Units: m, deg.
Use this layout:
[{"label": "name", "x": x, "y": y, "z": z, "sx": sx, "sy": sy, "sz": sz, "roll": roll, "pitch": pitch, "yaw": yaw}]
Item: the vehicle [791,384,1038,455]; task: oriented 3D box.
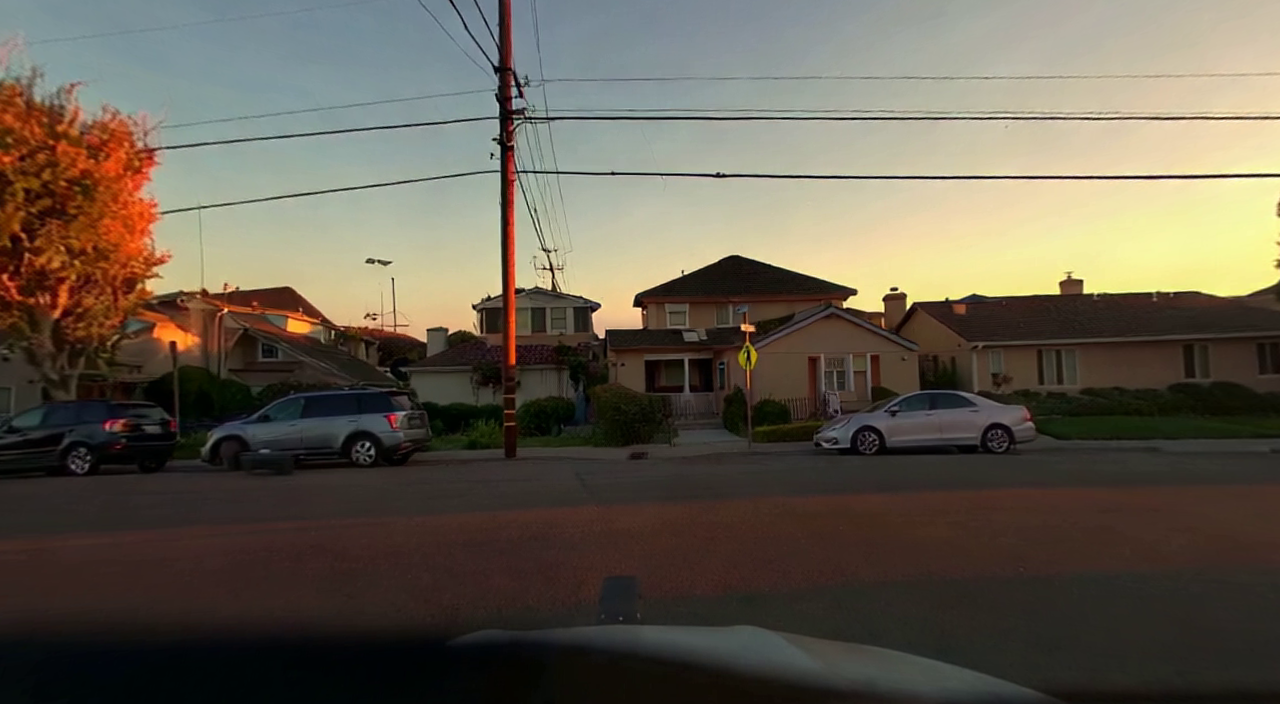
[{"label": "vehicle", "x": 5.699, "y": 1.477, "z": 13.545, "sx": 4.469, "sy": 1.391, "sz": 1.746, "roll": 0, "pitch": -8, "yaw": -1}]

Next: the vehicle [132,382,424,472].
[{"label": "vehicle", "x": -7.399, "y": 1.599, "z": 13.338, "sx": 4.943, "sy": 1.731, "sz": 1.877, "roll": 0, "pitch": -8, "yaw": -1}]

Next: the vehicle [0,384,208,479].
[{"label": "vehicle", "x": -12.127, "y": 1.726, "z": 13.594, "sx": 4.259, "sy": 1.878, "sz": 1.842, "roll": 0, "pitch": -8, "yaw": 1}]
